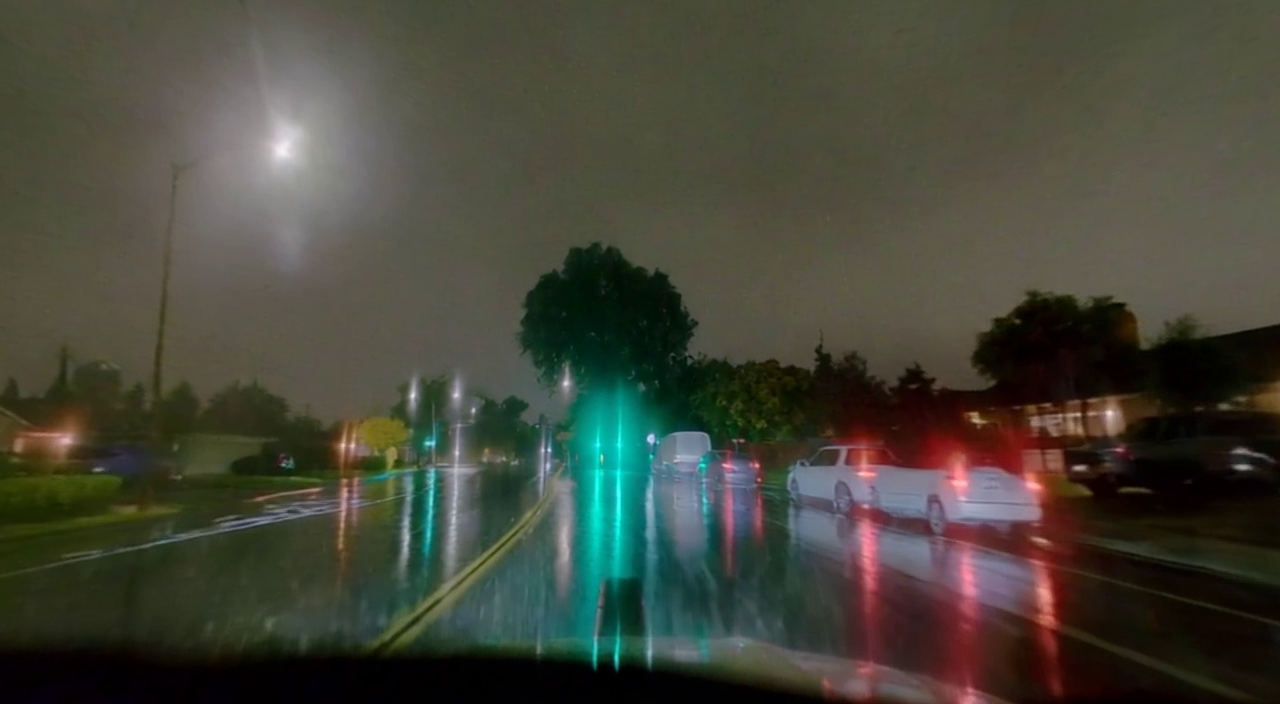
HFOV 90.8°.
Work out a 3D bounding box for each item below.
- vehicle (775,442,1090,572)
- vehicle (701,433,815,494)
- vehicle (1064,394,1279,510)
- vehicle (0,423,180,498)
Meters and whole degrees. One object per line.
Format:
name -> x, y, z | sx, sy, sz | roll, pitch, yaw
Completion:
vehicle -> 4.591, 2.467, 11.163 | 2.713, 1.671, 4.939 | 1, -8, -8
vehicle -> 4.449, 4.381, 25.407 | 2.670, 2.085, 6.775 | 1, -9, -5
vehicle -> 14.420, 2.347, 14.793 | 6.635, 2.414, 2.896 | -2, -11, 6
vehicle -> -19.574, 3.667, 21.490 | 5.680, 2.354, 2.326 | 1, -10, -12
